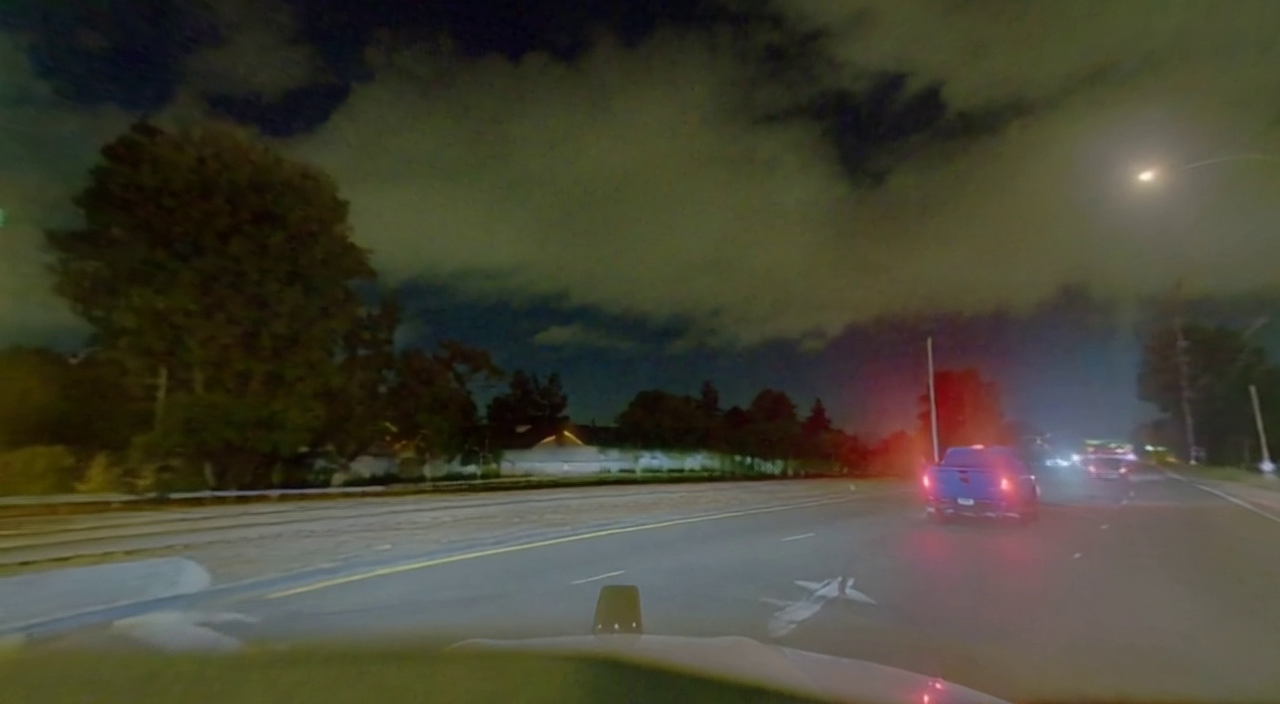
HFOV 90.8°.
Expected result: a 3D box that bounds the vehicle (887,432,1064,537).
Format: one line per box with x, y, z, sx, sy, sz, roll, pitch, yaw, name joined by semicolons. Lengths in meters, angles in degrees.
7.866;2.890;14.521;2.404;1.926;5.251;-8;-12;39;vehicle
